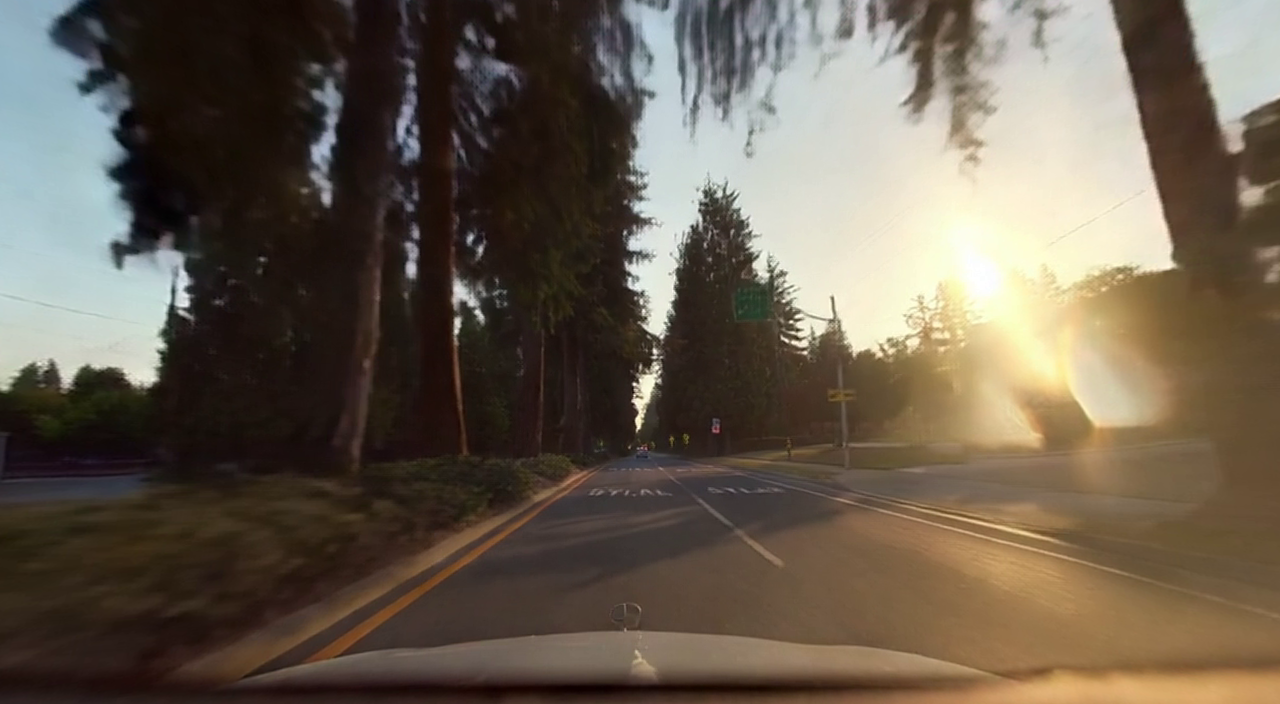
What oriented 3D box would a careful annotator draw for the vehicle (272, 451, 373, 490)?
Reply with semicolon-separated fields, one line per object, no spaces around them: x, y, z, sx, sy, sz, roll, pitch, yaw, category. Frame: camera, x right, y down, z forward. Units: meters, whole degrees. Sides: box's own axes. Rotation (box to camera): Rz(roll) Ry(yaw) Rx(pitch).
-13.584;5.064;27.410;1.924;1.528;4.731;0;-9;0;vehicle
